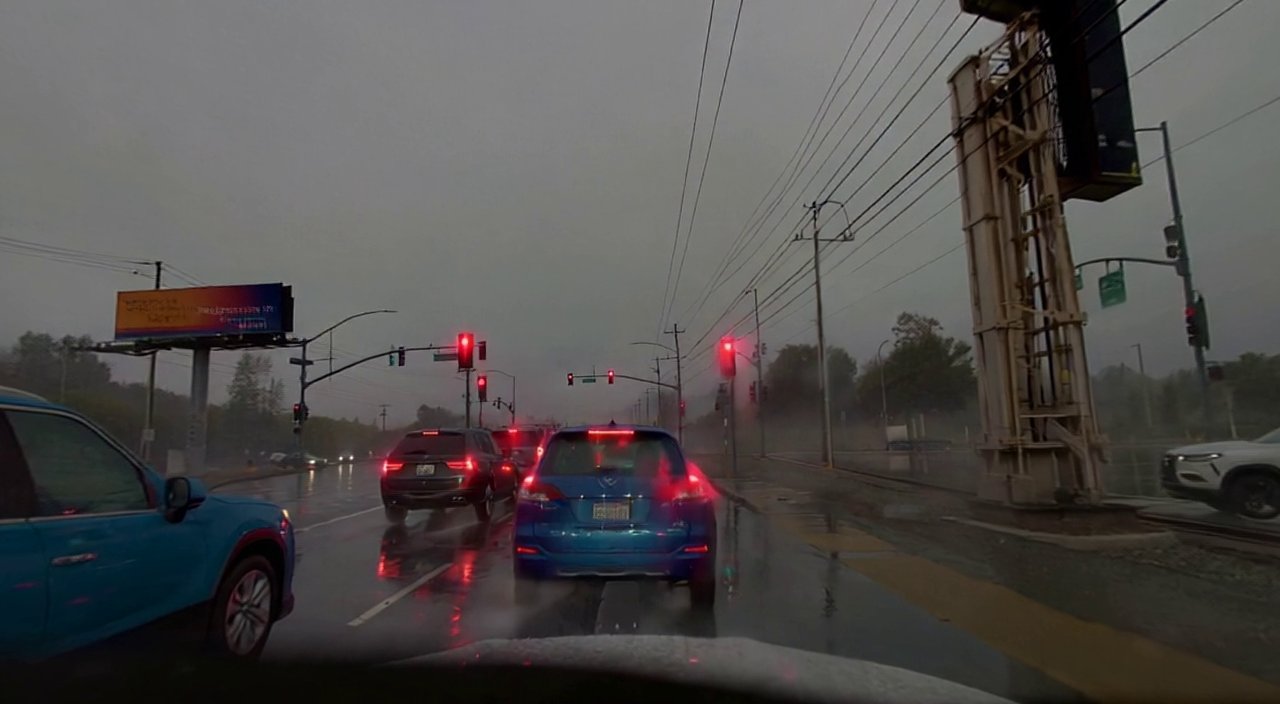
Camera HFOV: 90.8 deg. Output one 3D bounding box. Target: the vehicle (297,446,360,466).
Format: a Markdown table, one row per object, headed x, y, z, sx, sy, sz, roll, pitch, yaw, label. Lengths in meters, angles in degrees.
| x | y | z | sx | sy | sz | roll | pitch | yaw | label |
| --- | --- | --- | --- | --- | --- | --- | --- | --- | --- |
| -24.207 | 8.070 | 49.089 | 4.357 | 1.444 | 1.842 | -3 | -9 | 19 | vehicle |

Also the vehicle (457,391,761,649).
| x | y | z | sx | sy | sz | roll | pitch | yaw | label |
| --- | --- | --- | --- | --- | --- | --- | --- | --- | --- |
| -0.216 | 1.398 | 6.136 | 2.025 | 1.723 | 3.644 | 0 | -9 | 0 | vehicle |

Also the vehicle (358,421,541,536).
| x | y | z | sx | sy | sz | roll | pitch | yaw | label |
| --- | --- | --- | --- | --- | --- | --- | --- | --- | --- |
| -3.151 | 2.187 | 11.521 | 1.988 | 1.678 | 4.317 | 0 | -9 | 0 | vehicle |

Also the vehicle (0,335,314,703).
| x | y | z | sx | sy | sz | roll | pitch | yaw | label |
| --- | --- | --- | --- | --- | --- | --- | --- | --- | --- |
| -3.924 | 0.860 | 2.978 | 2.052 | 1.814 | 5.184 | 0 | -9 | -1 | vehicle |

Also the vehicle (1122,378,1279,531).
| x | y | z | sx | sy | sz | roll | pitch | yaw | label |
| --- | --- | --- | --- | --- | --- | --- | --- | --- | --- |
| 9.588 | 1.312 | 8.197 | 5.060 | 1.702 | 2.033 | 1 | -9 | -4 | vehicle |
